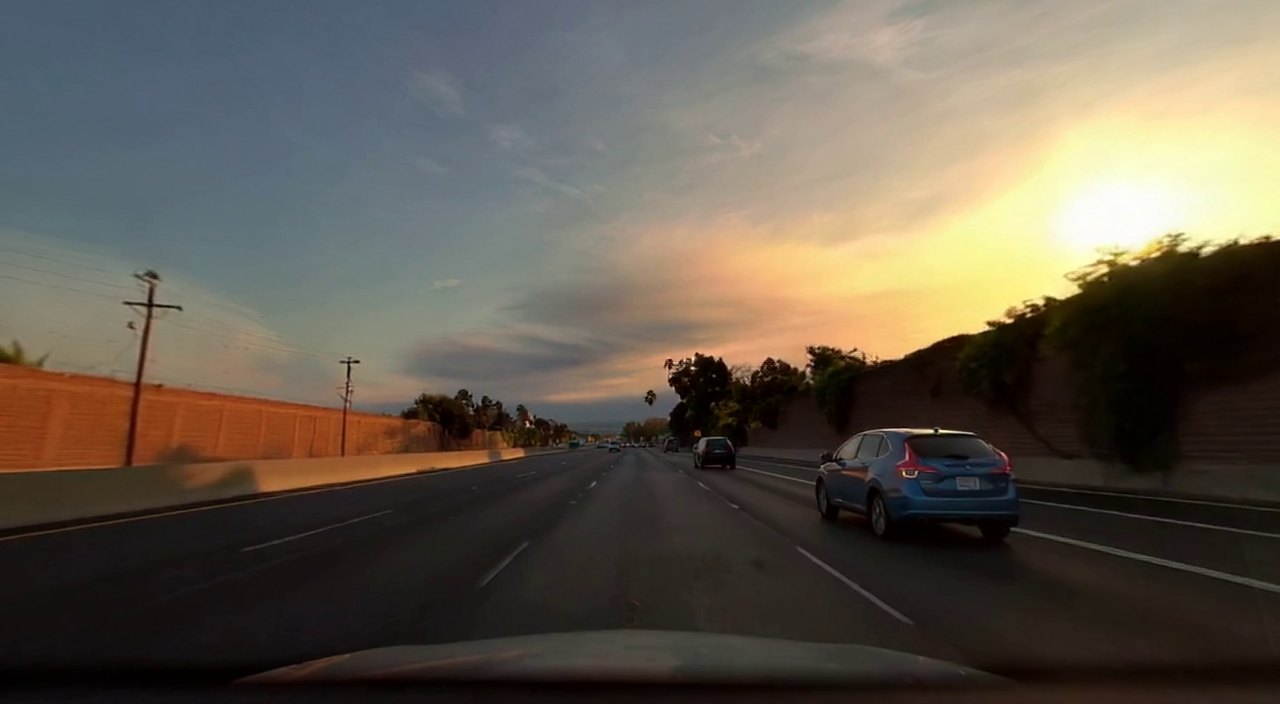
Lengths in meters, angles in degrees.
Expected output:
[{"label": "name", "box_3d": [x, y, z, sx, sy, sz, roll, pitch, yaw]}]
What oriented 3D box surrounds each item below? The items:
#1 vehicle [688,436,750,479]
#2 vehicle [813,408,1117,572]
[{"label": "vehicle", "box_3d": [3.343, 4.576, 27.657, 2.045, 1.688, 4.313, 0, -9, -1]}, {"label": "vehicle", "box_3d": [3.982, 1.759, 8.775, 1.910, 1.696, 4.187, 0, -9, -1]}]
